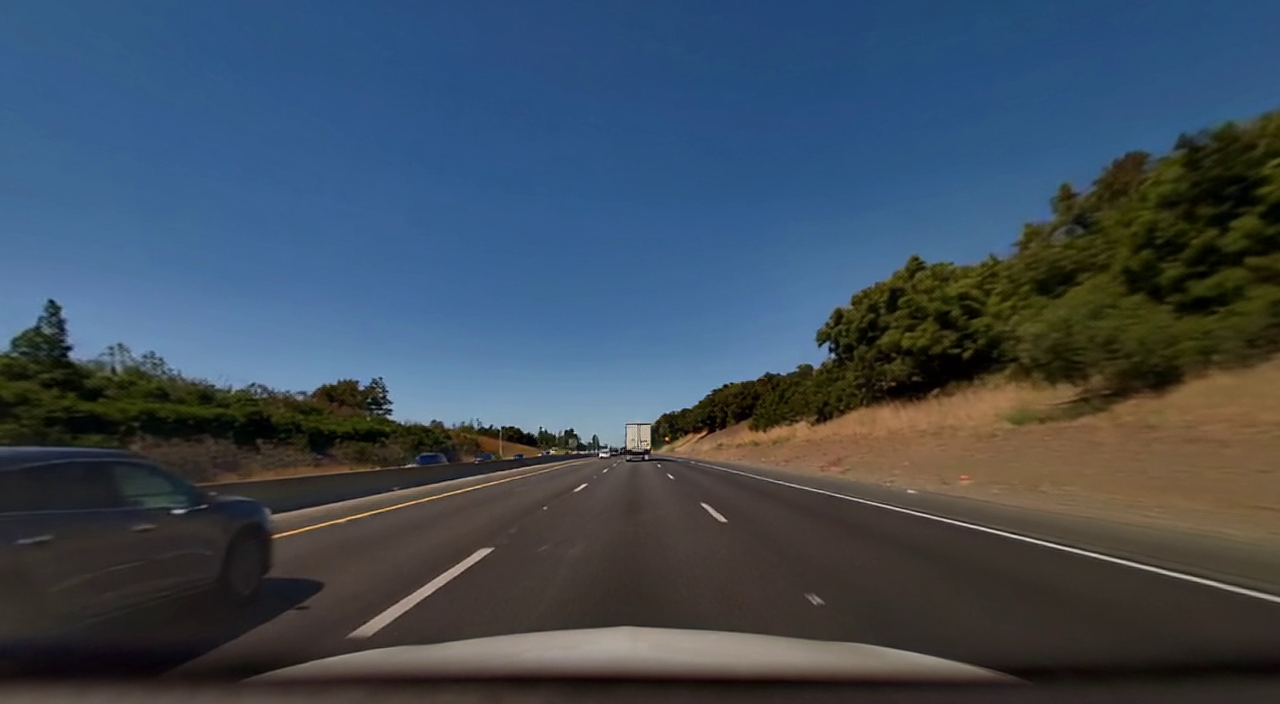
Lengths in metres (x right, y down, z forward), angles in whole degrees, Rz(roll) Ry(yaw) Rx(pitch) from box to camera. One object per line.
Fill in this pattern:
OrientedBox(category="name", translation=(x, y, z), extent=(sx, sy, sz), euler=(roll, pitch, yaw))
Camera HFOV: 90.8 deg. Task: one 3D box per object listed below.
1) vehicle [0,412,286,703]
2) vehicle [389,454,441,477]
OrientedBox(category="vehicle", translation=(-4.227, 1.138, 3.528), extent=(2.051, 1.537, 4.111), euler=(0, -9, 0))
OrientedBox(category="vehicle", translation=(-15.861, 8.003, 44.691), extent=(1.970, 1.474, 4.595), euler=(0, -9, 0))
